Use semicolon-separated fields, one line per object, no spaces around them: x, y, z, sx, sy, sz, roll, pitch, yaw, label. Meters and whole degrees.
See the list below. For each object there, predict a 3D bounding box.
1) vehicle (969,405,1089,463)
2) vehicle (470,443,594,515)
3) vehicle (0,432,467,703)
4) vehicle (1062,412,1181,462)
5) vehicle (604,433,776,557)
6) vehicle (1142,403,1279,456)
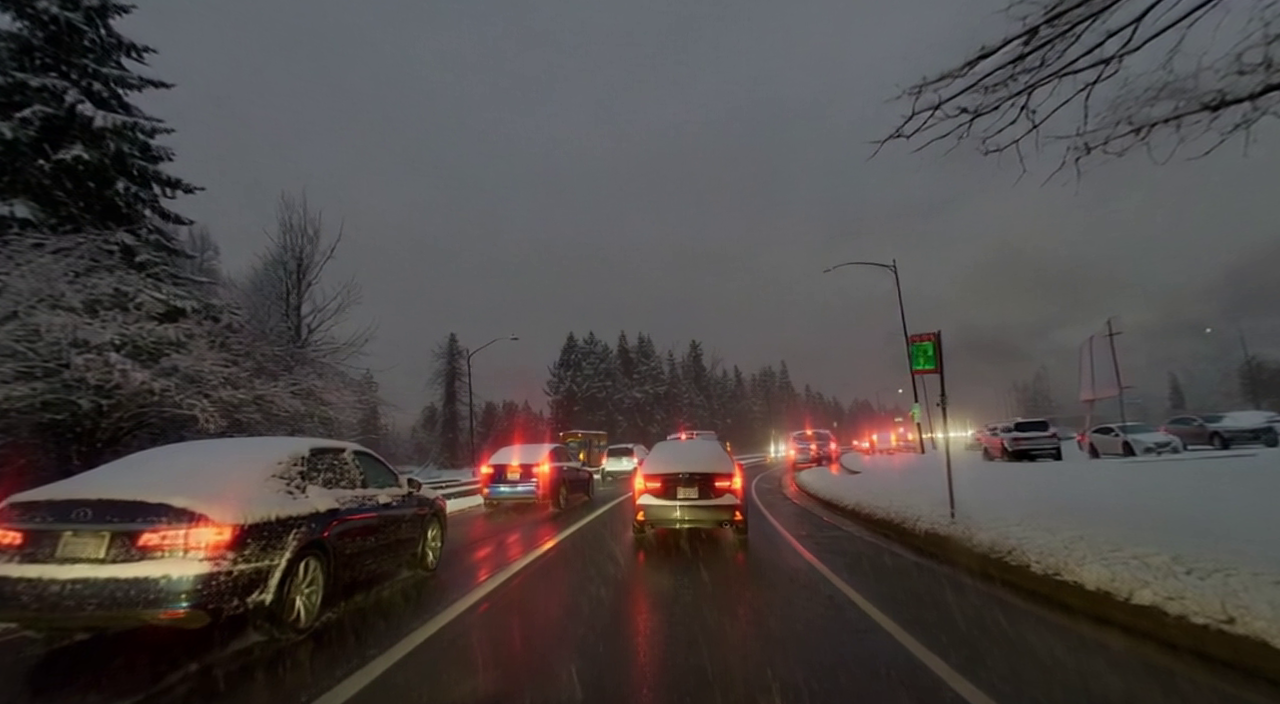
14.296;3.120;23.541;2.288;1.933;4.612;-2;-9;12;vehicle
-2.456;3.013;15.494;1.870;1.490;4.187;-1;-9;7;vehicle
-3.248;1.542;5.724;1.940;1.502;4.241;-1;-9;3;vehicle
17.491;3.129;23.126;1.803;1.518;3.893;-7;-9;12;vehicle
0.777;2.105;10.012;2.142;1.528;4.133;-1;-9;5;vehicle
20.283;2.800;22.546;1.902;1.529;3.937;-7;-9;13;vehicle
